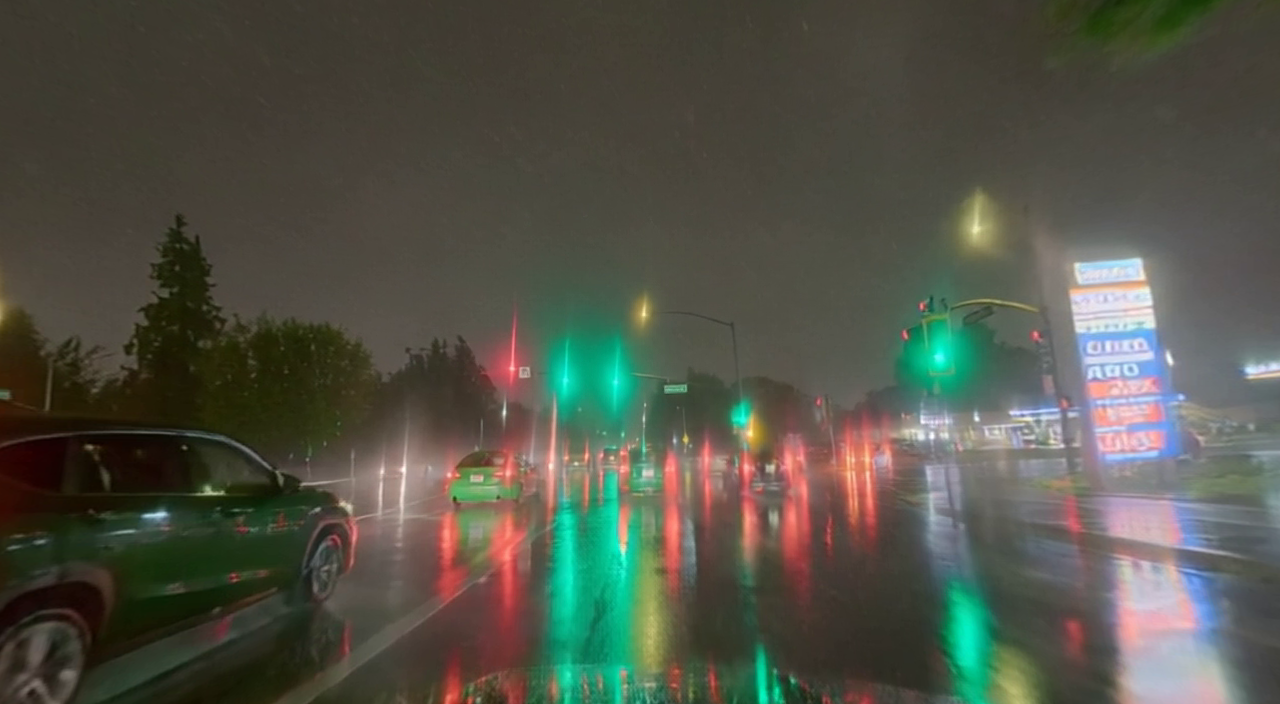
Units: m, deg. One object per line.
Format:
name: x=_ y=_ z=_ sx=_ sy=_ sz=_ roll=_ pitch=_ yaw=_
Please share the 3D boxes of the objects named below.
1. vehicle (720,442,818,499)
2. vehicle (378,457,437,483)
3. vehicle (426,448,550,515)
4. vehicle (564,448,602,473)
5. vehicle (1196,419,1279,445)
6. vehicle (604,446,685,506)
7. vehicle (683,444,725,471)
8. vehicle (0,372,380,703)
vehicle: x=3.675 y=3.441 z=18.818 sx=1.920 sy=1.479 sz=4.548 roll=0 pitch=-8 yaw=-1
vehicle: x=-14.864 y=7.541 z=40.569 sx=1.946 sy=1.504 sz=4.504 roll=-1 pitch=-8 yaw=2
vehicle: x=-3.721 y=3.234 z=16.353 sx=1.995 sy=1.436 sz=4.500 roll=-1 pitch=-8 yaw=2
vehicle: x=-3.586 y=6.948 z=40.617 sx=1.896 sy=1.501 sz=4.390 roll=-1 pitch=-8 yaw=2
vehicle: x=41.681 y=5.615 z=43.897 sx=1.918 sy=1.705 sz=4.846 roll=-1 pitch=-9 yaw=8
vehicle: x=0.089 y=3.365 z=17.592 sx=1.994 sy=1.433 sz=3.894 roll=0 pitch=-8 yaw=0
vehicle: x=3.851 y=6.394 z=38.514 sx=1.942 sy=1.482 sz=4.623 roll=0 pitch=-8 yaw=-1
vehicle: x=-3.701 y=1.146 z=4.017 sx=2.023 sy=1.687 sz=4.874 roll=0 pitch=-8 yaw=0
